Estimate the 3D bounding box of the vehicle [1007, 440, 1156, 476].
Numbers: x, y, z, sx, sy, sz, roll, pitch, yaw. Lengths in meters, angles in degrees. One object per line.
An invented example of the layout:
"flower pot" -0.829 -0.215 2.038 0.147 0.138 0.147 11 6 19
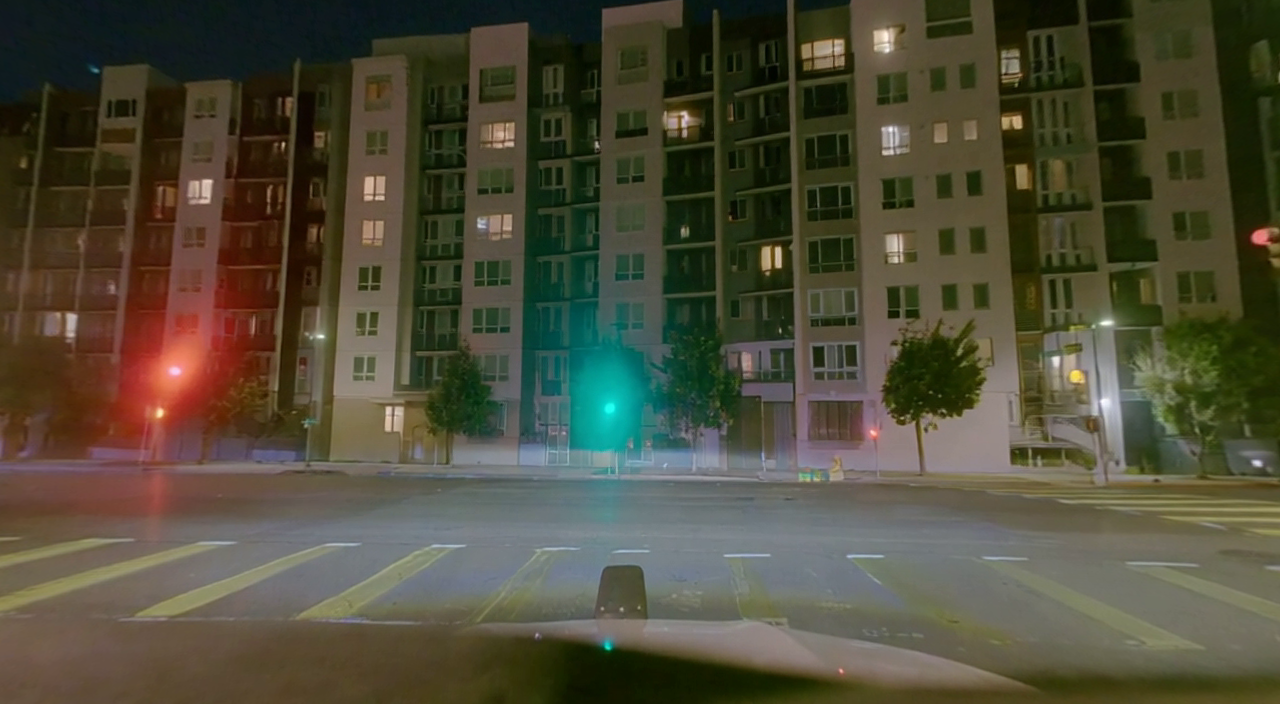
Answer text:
"vehicle" 18.571 4.468 26.689 4.823 1.458 1.914 0 -9 -1
